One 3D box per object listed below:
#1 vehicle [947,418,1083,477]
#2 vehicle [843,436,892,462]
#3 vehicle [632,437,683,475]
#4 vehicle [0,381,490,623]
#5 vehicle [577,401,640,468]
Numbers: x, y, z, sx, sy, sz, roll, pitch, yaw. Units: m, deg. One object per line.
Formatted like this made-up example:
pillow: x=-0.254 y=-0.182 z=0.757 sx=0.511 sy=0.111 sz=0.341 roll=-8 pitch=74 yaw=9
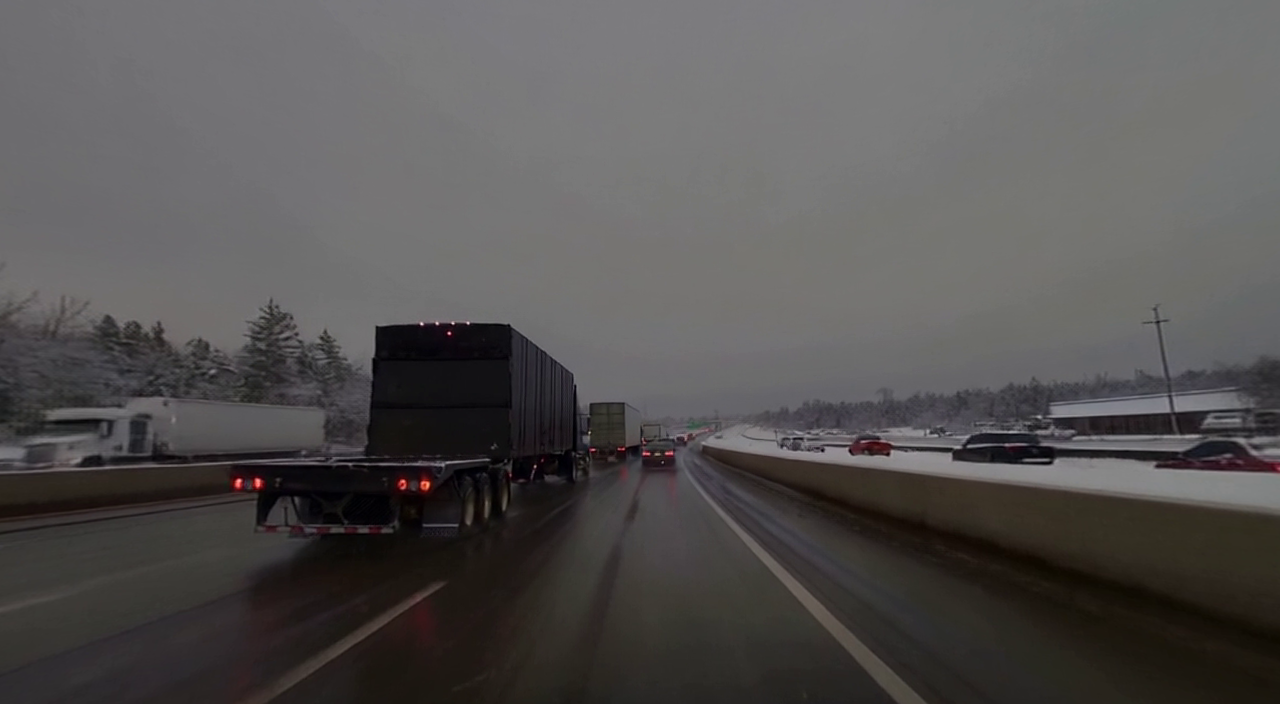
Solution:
vehicle: x=14.619 y=3.798 z=25.091 sx=2.186 sy=2.074 sz=5.586 roll=-1 pitch=-9 yaw=3
vehicle: x=15.755 y=6.777 z=43.936 sx=2.022 sy=1.675 sz=4.792 roll=-1 pitch=-9 yaw=6
vehicle: x=0.847 y=4.804 z=29.228 sx=2.178 sy=1.640 sz=4.071 roll=-1 pitch=-9 yaw=3
vehicle: x=-3.400 y=1.357 z=6.472 sx=2.896 sy=1.779 sz=3.441 roll=1 pitch=-8 yaw=-1
vehicle: x=-1.872 y=5.535 z=41.819 sx=3.073 sy=3.894 sz=9.782 roll=-1 pitch=-9 yaw=3
